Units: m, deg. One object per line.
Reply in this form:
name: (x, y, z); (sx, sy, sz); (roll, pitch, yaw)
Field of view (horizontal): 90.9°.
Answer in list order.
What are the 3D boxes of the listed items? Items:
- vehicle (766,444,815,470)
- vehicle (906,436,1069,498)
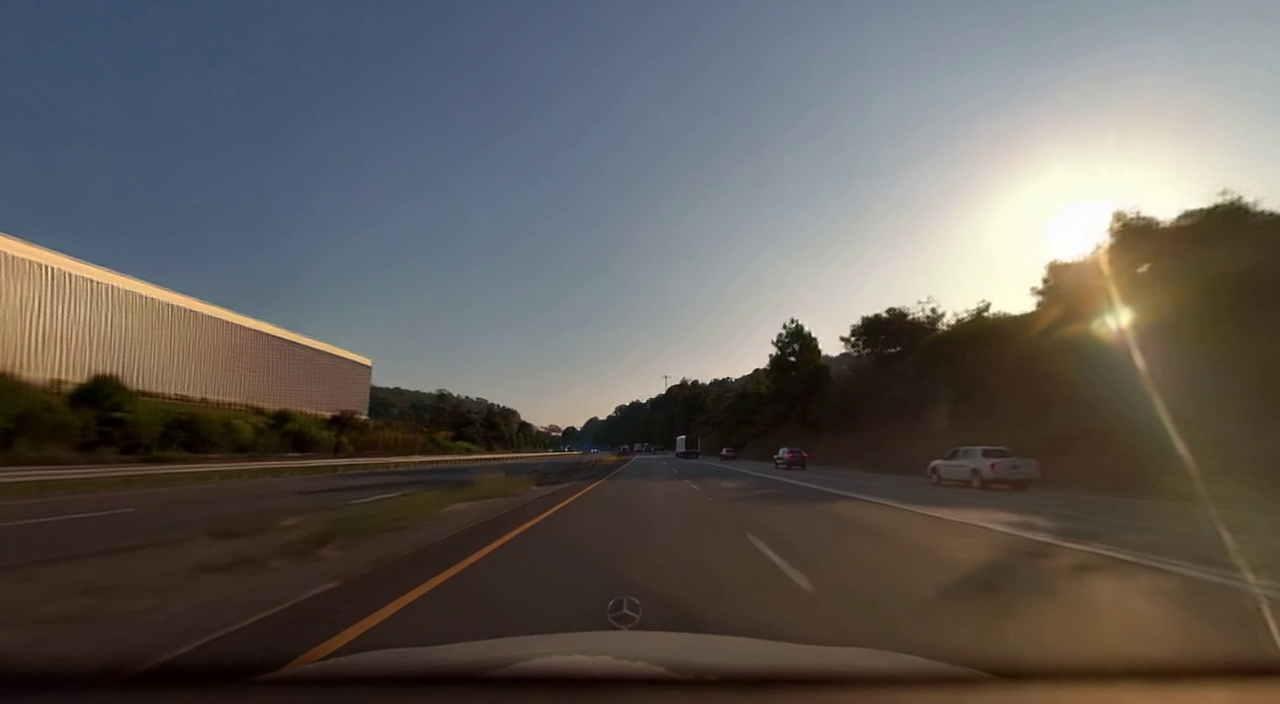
vehicle: (10.393, 7.281, 43.903); (2.129, 1.735, 4.880); (0, -9, -1)
vehicle: (10.436, 3.483, 19.520); (2.127, 1.646, 4.926); (0, -9, -1)
